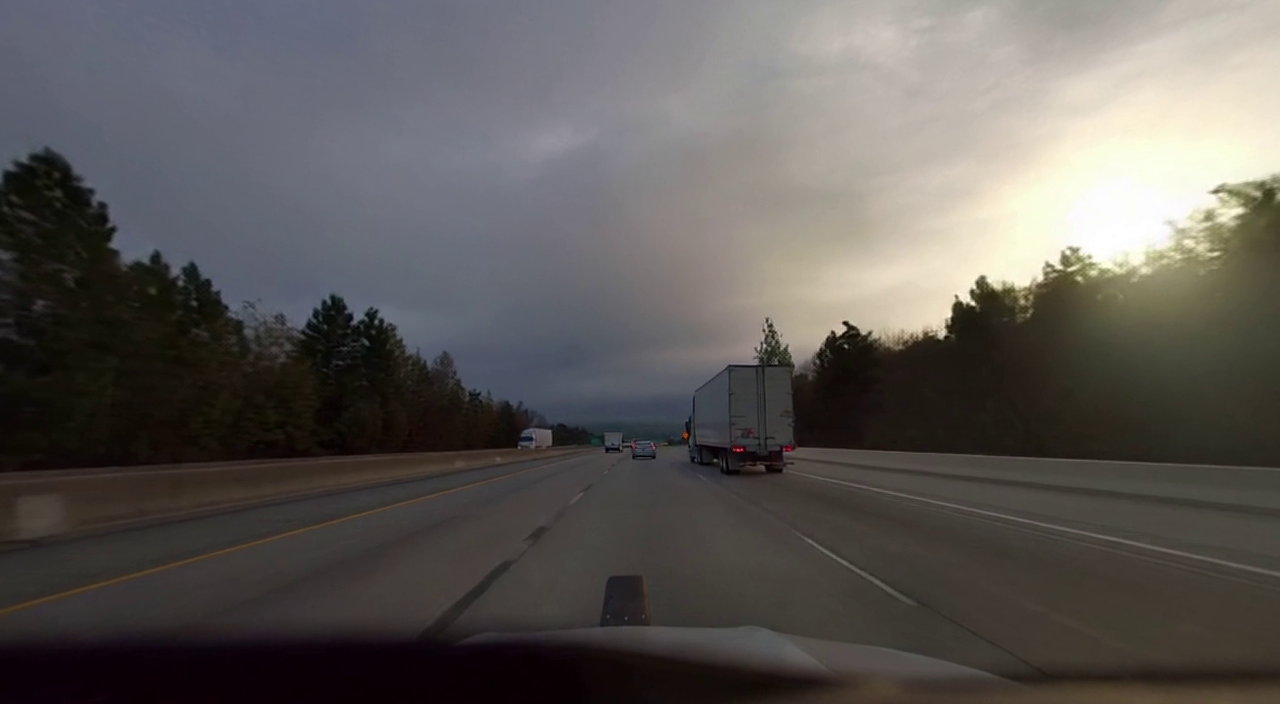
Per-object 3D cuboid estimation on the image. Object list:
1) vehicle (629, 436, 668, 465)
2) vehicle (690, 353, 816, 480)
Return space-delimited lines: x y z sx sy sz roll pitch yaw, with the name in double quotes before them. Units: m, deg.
"vehicle" 0.564 5.896 37.894 2.139 1.607 4.034 -1 -8 3
"vehicle" 4.248 3.081 27.694 3.005 4.131 14.221 0 -8 0
